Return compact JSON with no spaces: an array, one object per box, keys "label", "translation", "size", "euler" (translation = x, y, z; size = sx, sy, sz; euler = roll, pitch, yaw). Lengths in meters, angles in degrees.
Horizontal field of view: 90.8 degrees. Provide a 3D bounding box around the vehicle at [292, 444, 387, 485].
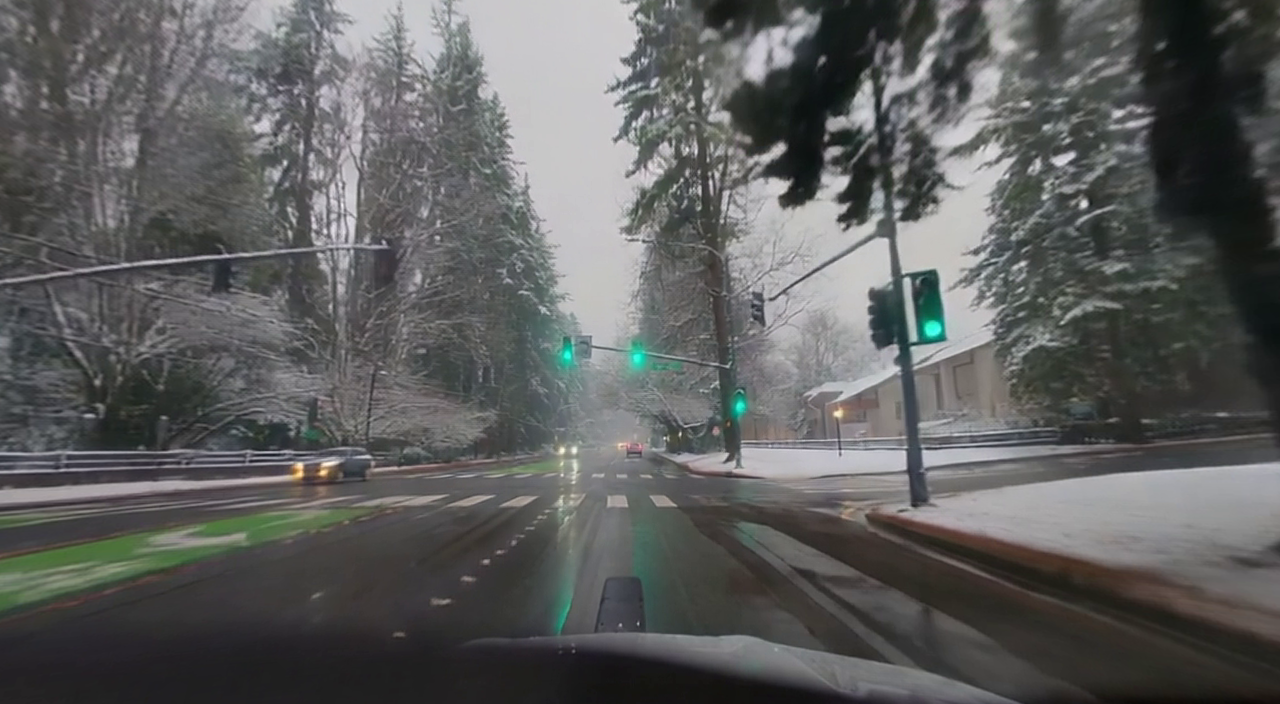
[{"label":"vehicle","translation":[-14.450,5.411,30.757],"size":[2.113,1.804,4.732],"euler":[0,-8,2]}]
